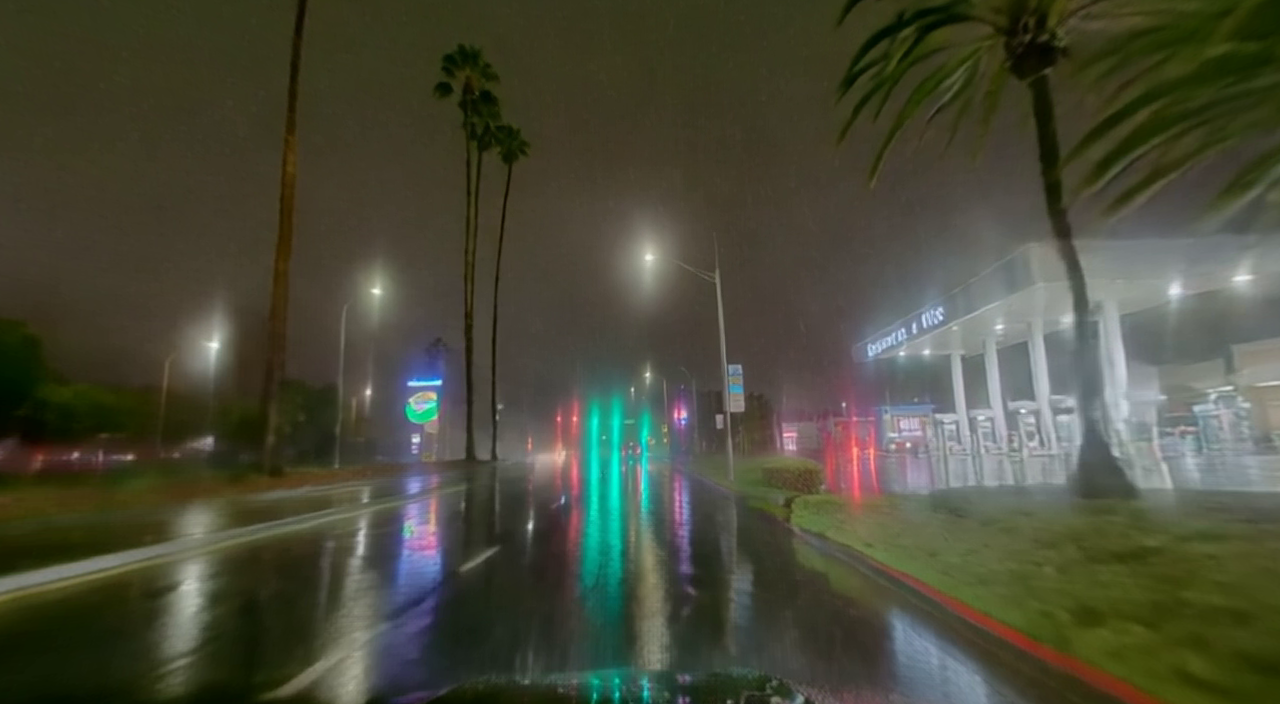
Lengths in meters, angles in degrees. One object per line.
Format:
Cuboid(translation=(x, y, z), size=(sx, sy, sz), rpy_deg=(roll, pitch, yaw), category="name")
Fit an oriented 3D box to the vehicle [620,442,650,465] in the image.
Cuboid(translation=(-0.314, 7.281, 45.362), size=(2.050, 1.509, 4.148), rpy_deg=(1, -8, 0), category="vehicle")
